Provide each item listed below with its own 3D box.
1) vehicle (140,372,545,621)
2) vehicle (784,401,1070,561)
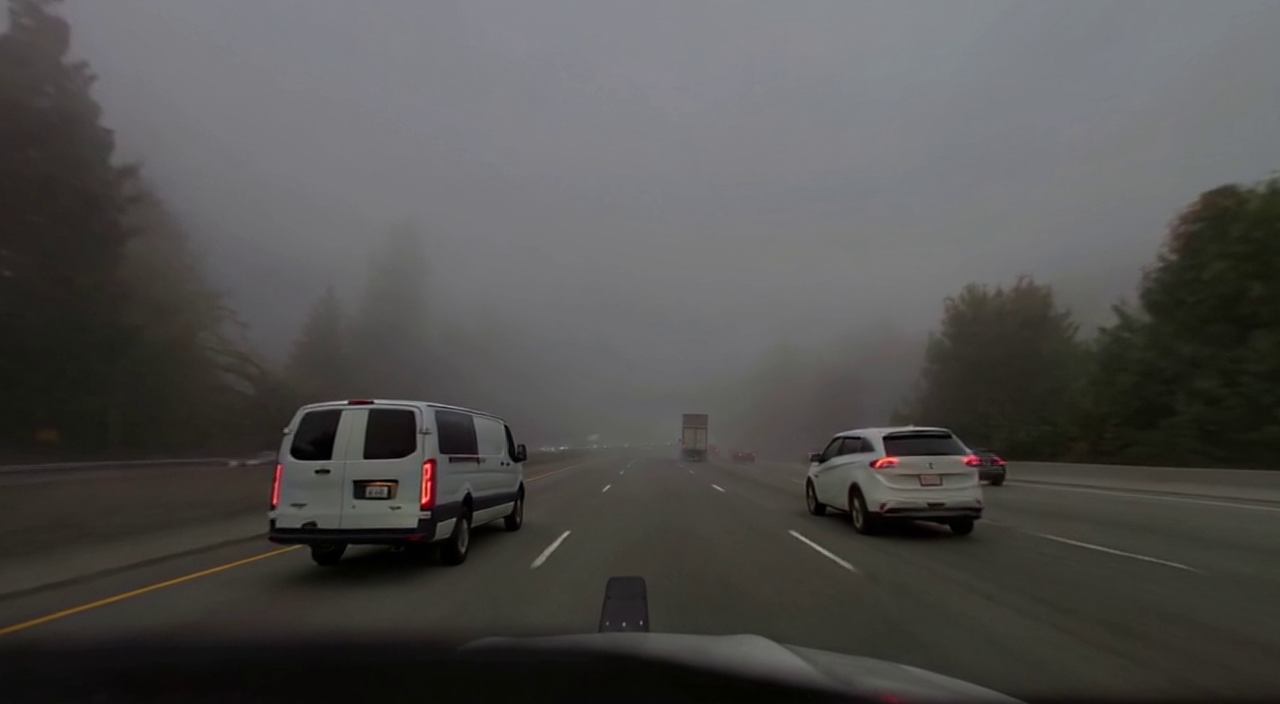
[{"bbox_3d":[-2.725,1.509,7.642,2.159,1.922,5.345,0,-8,2],"label":"vehicle"},{"bbox_3d":[3.937,1.871,9.876,2.209,1.862,4.717,0,-8,-1],"label":"vehicle"}]
